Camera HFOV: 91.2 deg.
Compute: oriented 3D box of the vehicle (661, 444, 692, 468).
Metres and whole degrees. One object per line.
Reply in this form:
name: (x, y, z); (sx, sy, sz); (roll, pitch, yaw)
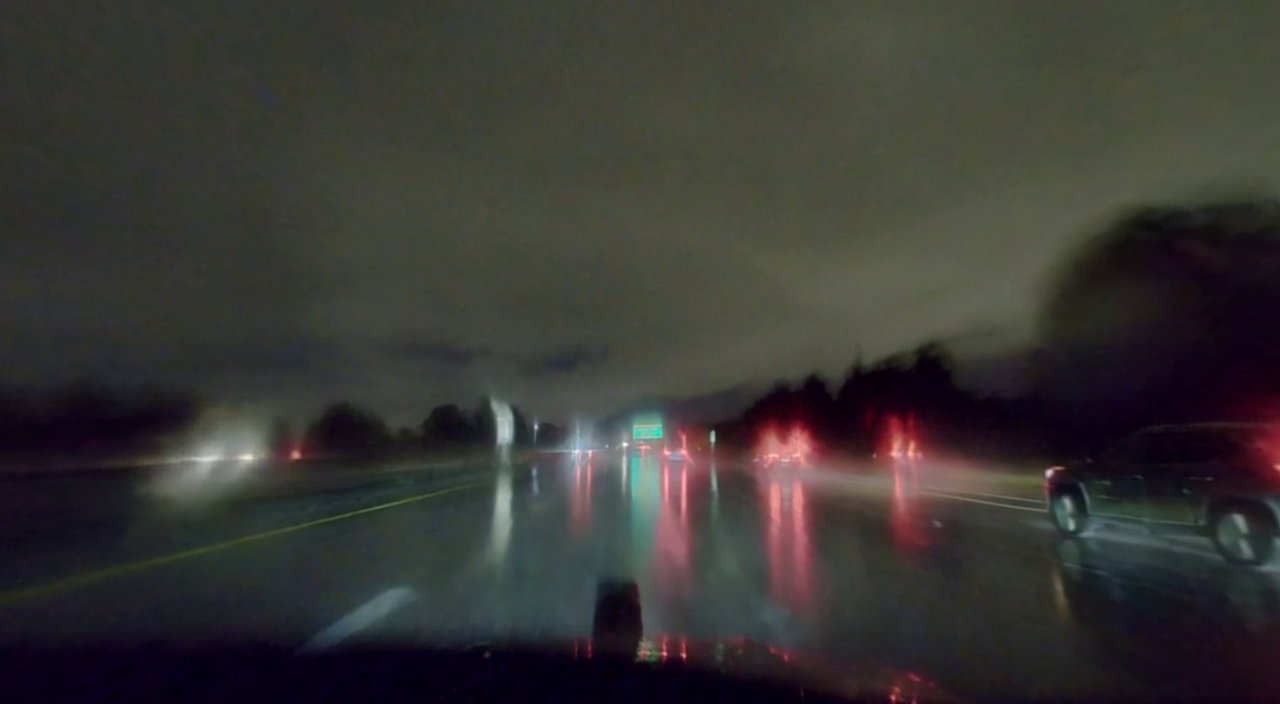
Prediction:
vehicle: (2.464, 7.187, 43.377); (1.895, 1.555, 4.030); (0, -9, 0)
